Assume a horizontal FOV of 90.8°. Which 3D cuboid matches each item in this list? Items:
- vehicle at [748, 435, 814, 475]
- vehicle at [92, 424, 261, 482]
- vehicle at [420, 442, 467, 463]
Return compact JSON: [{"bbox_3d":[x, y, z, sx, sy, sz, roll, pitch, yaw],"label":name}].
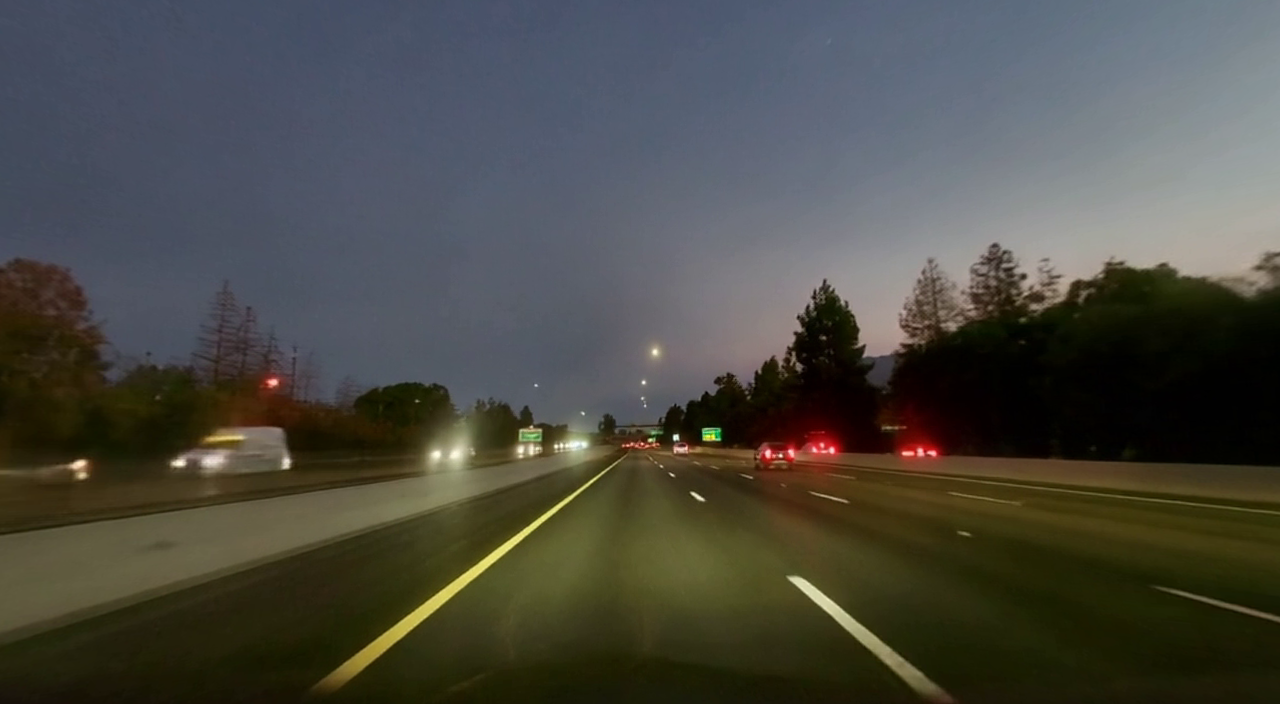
[{"bbox_3d":[6.472,4.813,29.586,2.030,1.706,4.279,0,-9,-1],"label":"vehicle"},{"bbox_3d":[-18.661,4.123,25.977,2.426,2.074,5.953,0,-9,0],"label":"vehicle"},{"bbox_3d":[-15.063,7.726,48.728,2.000,1.529,5.012,0,-9,0],"label":"vehicle"}]
